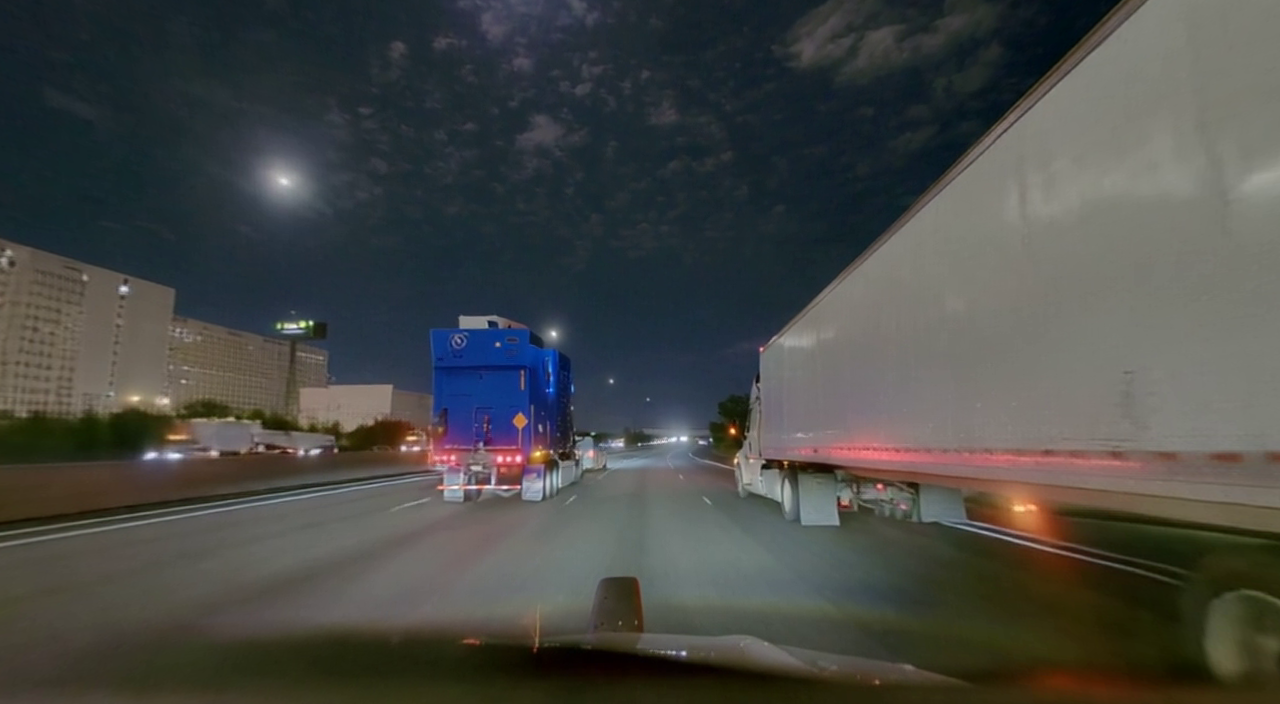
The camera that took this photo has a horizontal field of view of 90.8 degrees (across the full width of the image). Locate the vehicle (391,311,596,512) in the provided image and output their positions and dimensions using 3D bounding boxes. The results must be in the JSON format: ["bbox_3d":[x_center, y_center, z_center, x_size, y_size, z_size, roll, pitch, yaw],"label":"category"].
[{"bbox_3d":[-3.536,2.363,21.078,2.939,4.132,16.303,0,-8,0],"label":"vehicle"}]

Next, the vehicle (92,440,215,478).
[{"bbox_3d":[-27.841,6.107,36.495,2.253,1.970,6.015,0,-8,1],"label":"vehicle"}]

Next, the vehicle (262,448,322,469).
[{"bbox_3d":[-27.348,8.355,49.817,1.911,1.505,4.787,0,-8,1],"label":"vehicle"}]
